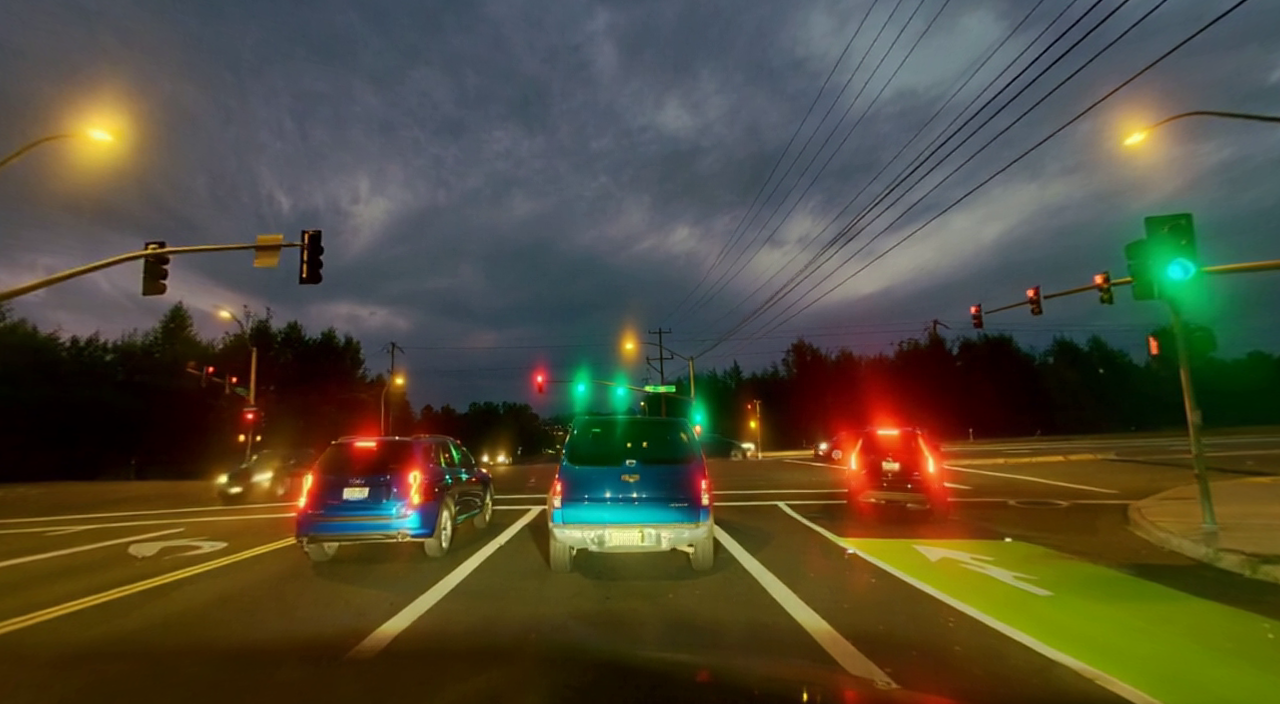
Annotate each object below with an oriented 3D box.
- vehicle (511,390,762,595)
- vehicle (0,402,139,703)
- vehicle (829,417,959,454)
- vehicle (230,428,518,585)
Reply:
[{"bbox_3d":[-0.062,1.520,7.606,2.182,1.773,4.041,0,-8,-1],"label":"vehicle"},{"bbox_3d":[-3.350,0.659,0.441,1.928,1.488,4.936,0,-8,0],"label":"vehicle"},{"bbox_3d":[13.840,4.605,34.820,6.143,1.944,2.229,-1,-8,5],"label":"vehicle"},{"bbox_3d":[-2.934,1.768,8.007,1.969,1.486,3.702,0,-8,1],"label":"vehicle"}]
